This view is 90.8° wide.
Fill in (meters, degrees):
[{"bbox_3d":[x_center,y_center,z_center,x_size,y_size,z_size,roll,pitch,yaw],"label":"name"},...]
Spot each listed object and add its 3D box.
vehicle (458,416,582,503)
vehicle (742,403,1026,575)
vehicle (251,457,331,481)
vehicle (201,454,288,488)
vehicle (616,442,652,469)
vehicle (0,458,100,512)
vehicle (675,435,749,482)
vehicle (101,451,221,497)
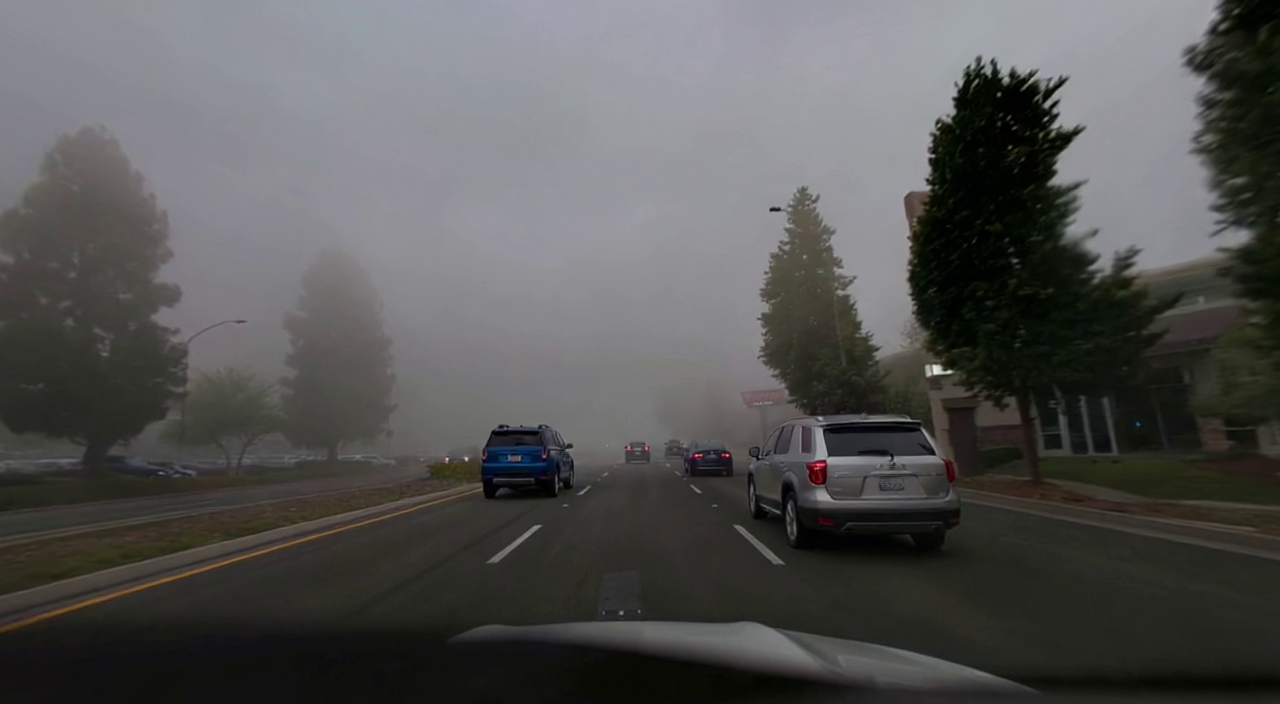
[{"bbox_3d":[-3.083,2.931,17.644,2.368,2.037,5.319,0,-8,0],"label":"vehicle"},{"bbox_3d":[2.825,1.700,8.621,2.018,1.719,4.369,0,-8,-1],"label":"vehicle"},{"bbox_3d":[-23.993,8.023,43.494,4.607,1.481,1.915,5,-10,-33],"label":"vehicle"},{"bbox_3d":[-22.242,6.684,35.778,1.908,1.711,4.461,0,-8,1],"label":"vehicle"},{"bbox_3d":[-0.359,5.996,36.824,2.008,1.464,4.052,0,-8,-1],"label":"vehicle"},{"bbox_3d":[-22.361,4.791,22.770,1.836,1.696,4.517,-4,-9,-1],"label":"vehicle"},{"bbox_3d":[2.641,4.079,24.486,2.174,1.596,4.779,0,-8,-2],"label":"vehicle"},{"bbox_3d":[-22.431,5.690,29.853,1.931,1.908,4.694,0,-8,0],"label":"vehicle"}]
